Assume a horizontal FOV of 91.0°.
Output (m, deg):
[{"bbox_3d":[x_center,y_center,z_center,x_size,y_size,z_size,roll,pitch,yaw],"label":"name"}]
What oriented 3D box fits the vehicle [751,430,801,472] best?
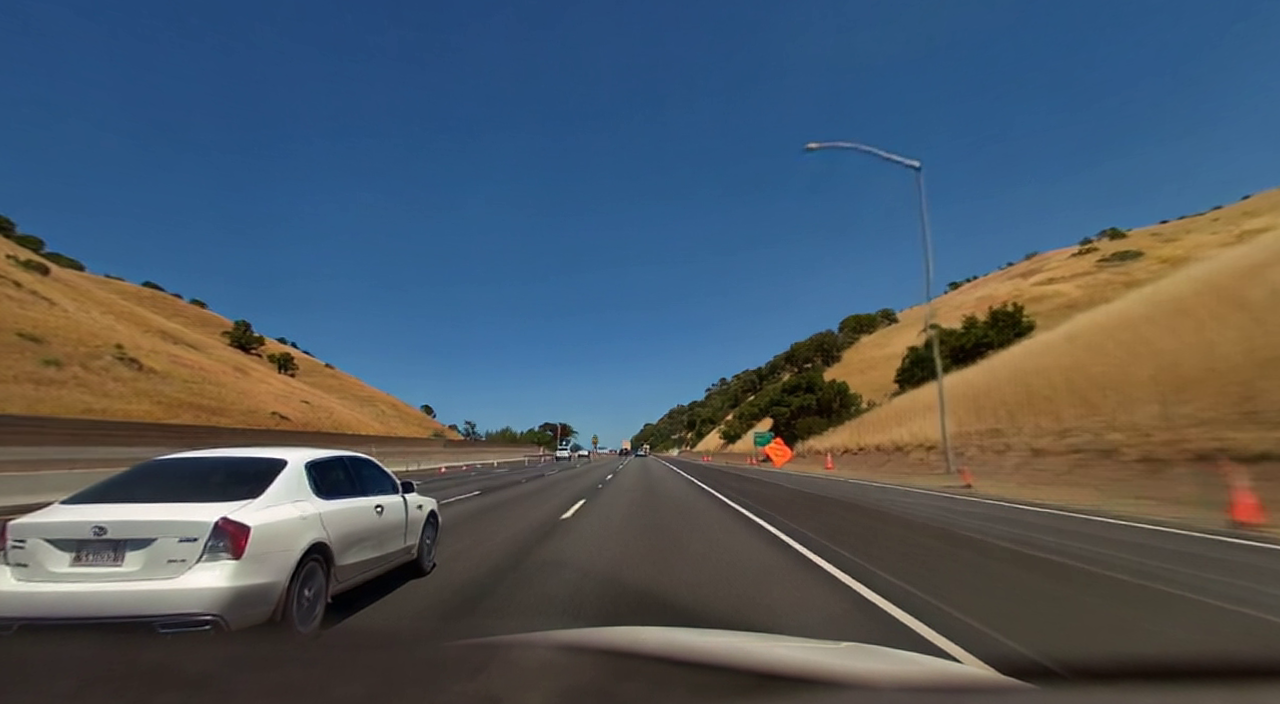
[{"bbox_3d":[10.220,7.512,47.986,2.522,2.907,5.675,-3,-8,1],"label":"vehicle"}]
